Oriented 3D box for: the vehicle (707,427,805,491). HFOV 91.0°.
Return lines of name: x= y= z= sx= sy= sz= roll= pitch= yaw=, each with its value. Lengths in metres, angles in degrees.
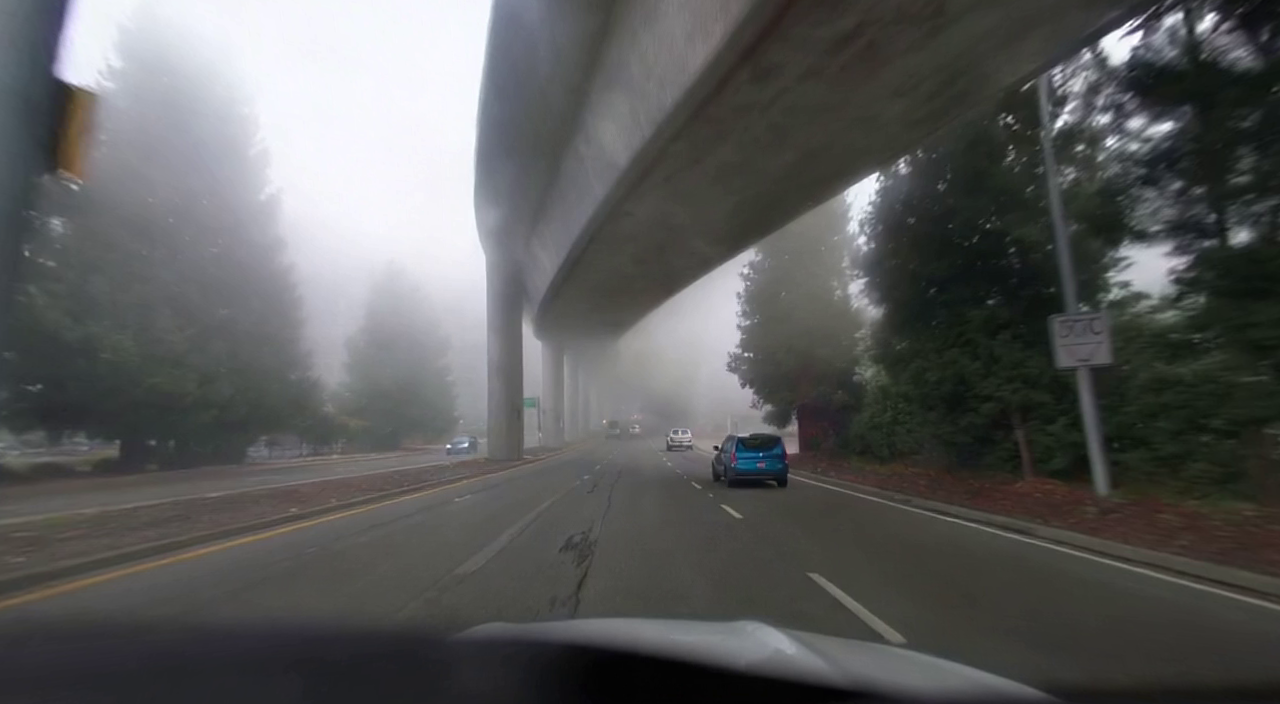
vehicle: x=3.400 y=3.249 z=19.357 sx=2.110 sy=1.712 sz=4.489 roll=0 pitch=-9 yaw=0
